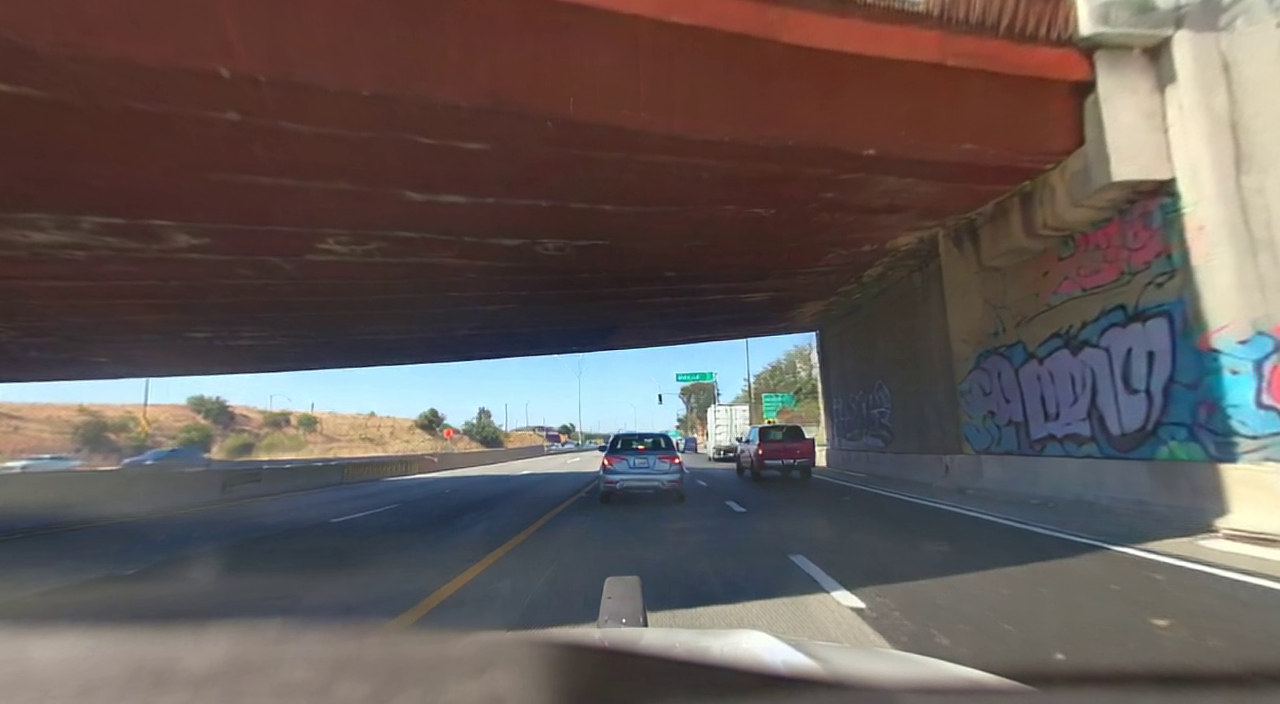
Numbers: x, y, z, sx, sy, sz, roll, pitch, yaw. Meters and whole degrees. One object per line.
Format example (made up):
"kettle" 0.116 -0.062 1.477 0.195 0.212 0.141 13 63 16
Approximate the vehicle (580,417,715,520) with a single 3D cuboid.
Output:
"vehicle" 0.156 2.199 12.307 2.193 1.651 3.946 -1 -8 1

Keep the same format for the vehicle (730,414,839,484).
"vehicle" 4.462 3.154 20.621 2.311 1.922 5.977 -1 -8 2

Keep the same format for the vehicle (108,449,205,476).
"vehicle" -34.158 7.802 44.792 1.965 1.698 5.574 -2 -8 7
